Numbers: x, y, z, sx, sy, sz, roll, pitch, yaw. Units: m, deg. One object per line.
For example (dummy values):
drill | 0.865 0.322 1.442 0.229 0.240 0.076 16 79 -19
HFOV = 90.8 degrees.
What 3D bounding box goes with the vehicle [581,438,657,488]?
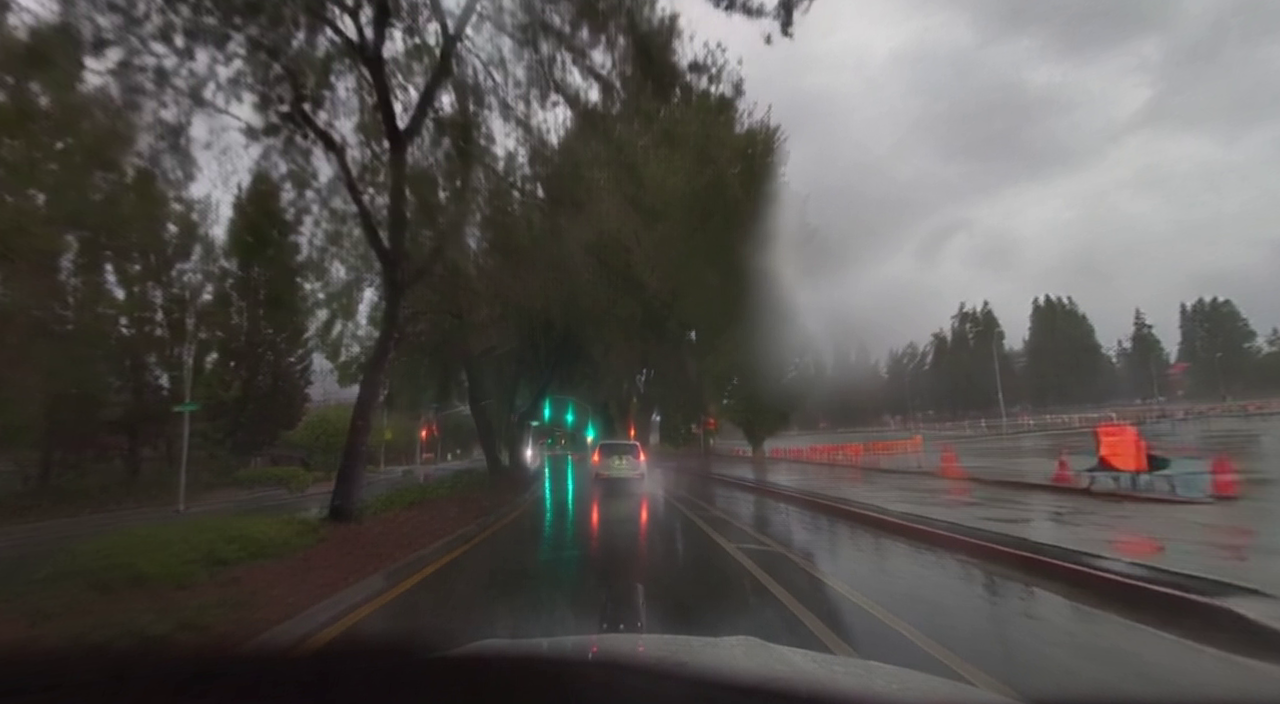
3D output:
vehicle | -0.847 3.752 21.688 2.266 1.508 4.430 1 -9 -7
